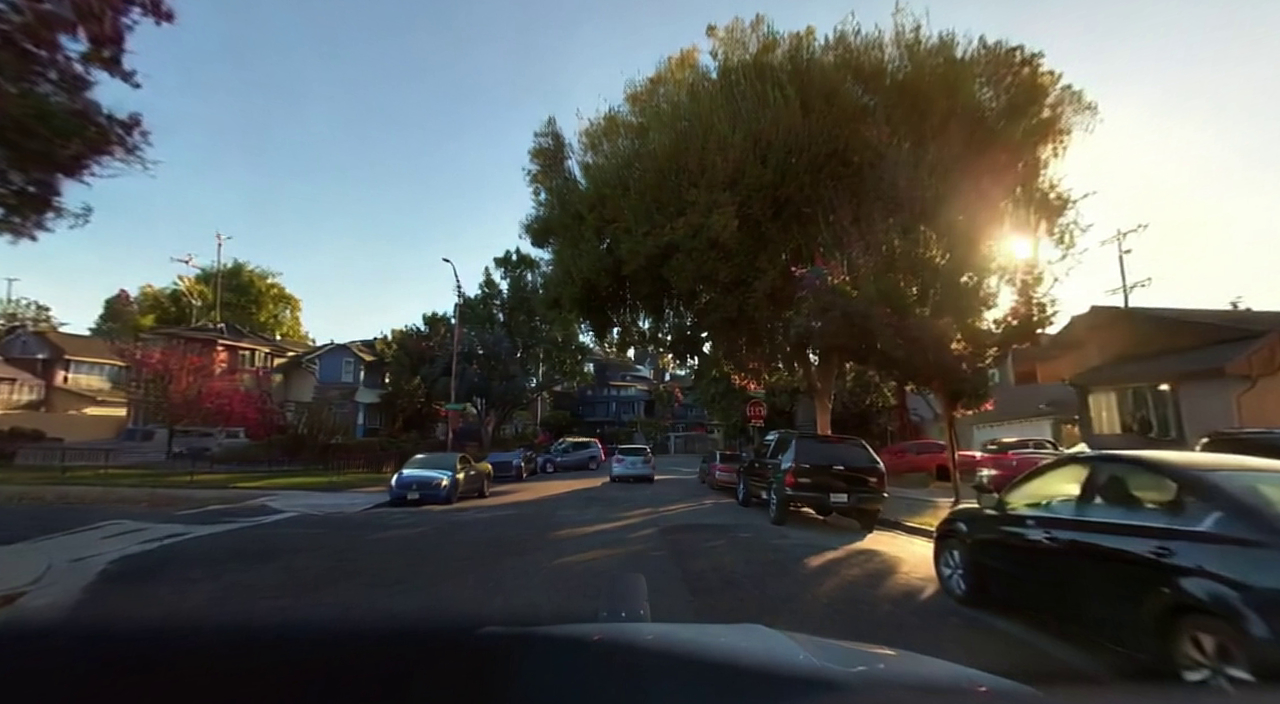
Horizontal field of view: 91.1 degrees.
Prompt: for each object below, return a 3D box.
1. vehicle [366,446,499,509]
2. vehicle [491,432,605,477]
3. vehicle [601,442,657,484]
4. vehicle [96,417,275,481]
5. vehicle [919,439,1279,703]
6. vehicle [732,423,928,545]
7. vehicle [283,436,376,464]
[{"bbox_3d":[-5.378,3.296,17.058,1.999,1.441,4.628,0,-9,1],"label":"vehicle"},{"bbox_3d":[-5.264,5.757,35.445,6.249,2.319,2.772,-7,-11,37],"label":"vehicle"},{"bbox_3d":[-0.464,4.311,24.676,2.010,1.499,4.107,0,-9,-2],"label":"vehicle"},{"bbox_3d":[-16.274,3.547,23.035,2.320,2.030,5.730,0,-9,-1],"label":"vehicle"},{"bbox_3d":[3.759,1.313,3.994,1.876,1.477,4.324,0,-9,-1],"label":"vehicle"},{"bbox_3d":[3.238,2.324,11.831,2.144,1.751,4.472,2,-8,-2],"label":"vehicle"},{"bbox_3d":[-24.132,7.621,48.960,6.027,1.893,2.282,2,-8,-1],"label":"vehicle"}]
